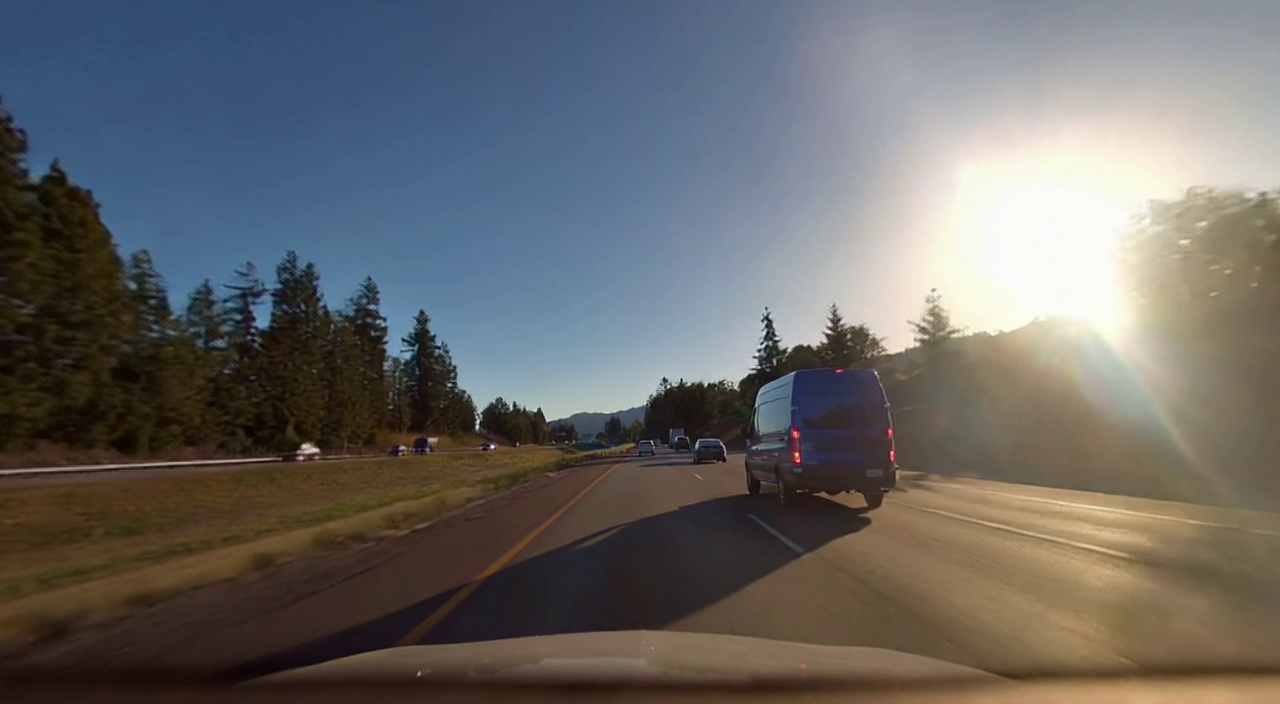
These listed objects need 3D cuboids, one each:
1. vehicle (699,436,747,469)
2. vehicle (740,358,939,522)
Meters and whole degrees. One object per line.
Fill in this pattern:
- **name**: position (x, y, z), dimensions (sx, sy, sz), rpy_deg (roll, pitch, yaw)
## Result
- **vehicle**: position (4.478, 5.487, 34.630), dimensions (2.034, 1.651, 4.342), rpy_deg (0, -8, -1)
- **vehicle**: position (3.730, 1.869, 13.363), dimensions (2.302, 2.670, 5.912), rpy_deg (0, -8, 1)
